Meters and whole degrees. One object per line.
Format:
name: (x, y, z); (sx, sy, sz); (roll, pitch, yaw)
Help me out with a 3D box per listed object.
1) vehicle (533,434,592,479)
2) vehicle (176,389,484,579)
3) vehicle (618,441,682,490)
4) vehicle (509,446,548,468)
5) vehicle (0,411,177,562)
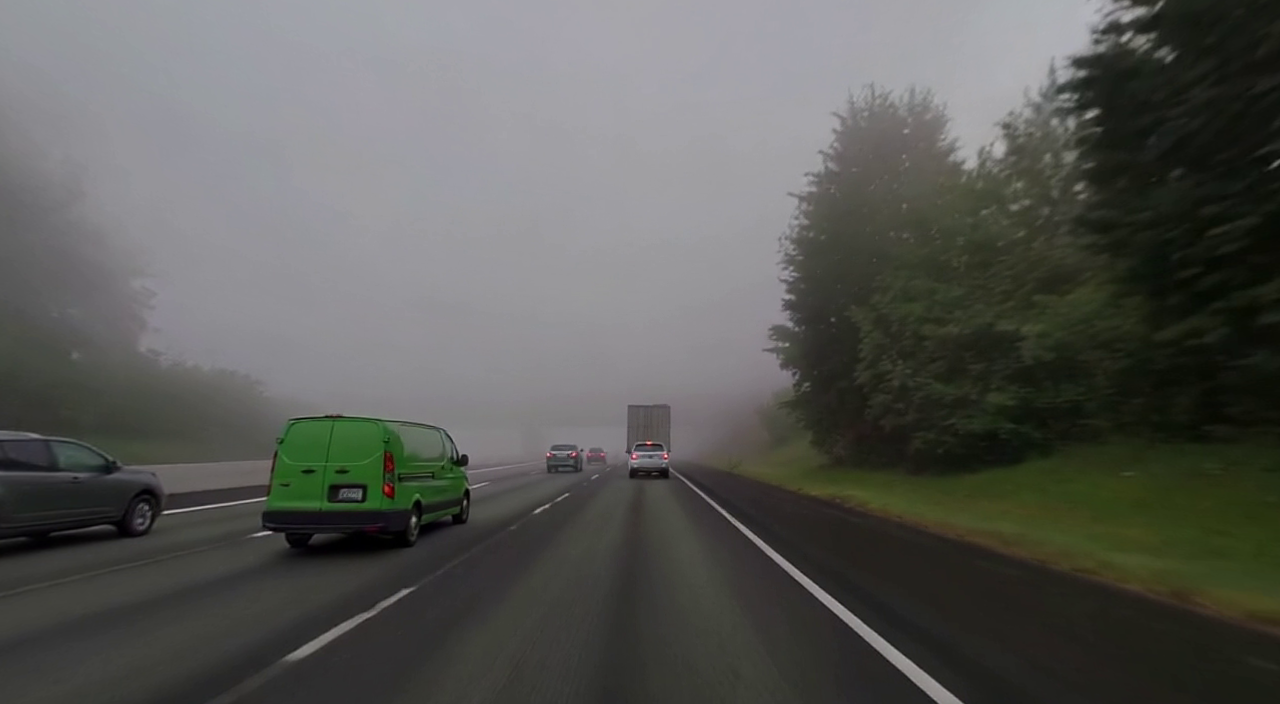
vehicle: (-3.433, 4.733, 28.754); (2.068, 1.862, 4.234); (0, -9, 1)
vehicle: (-3.580, 1.609, 8.311); (1.951, 1.882, 3.979); (0, -9, 1)
vehicle: (0.317, 3.829, 21.549); (1.991, 1.507, 3.391); (0, -9, 0)
vehicle: (-7.772, 7.326, 44.112); (1.886, 1.414, 4.028); (0, -9, 1)
vehicle: (-8.250, 1.586, 7.551); (2.093, 1.675, 4.233); (0, -9, 0)
